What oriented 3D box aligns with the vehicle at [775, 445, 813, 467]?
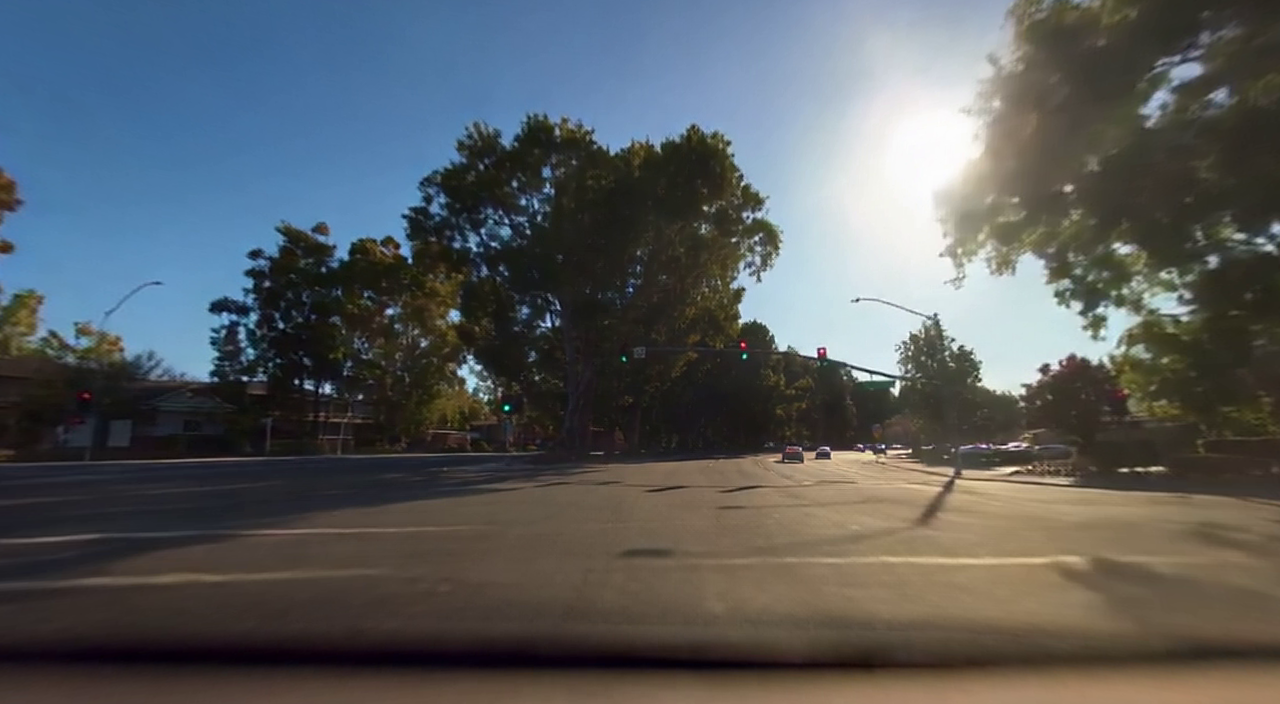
[{"bbox_3d":[10.392,7.031,42.868,1.988,1.460,3.996,-1,-9,7],"label":"vehicle"}]
